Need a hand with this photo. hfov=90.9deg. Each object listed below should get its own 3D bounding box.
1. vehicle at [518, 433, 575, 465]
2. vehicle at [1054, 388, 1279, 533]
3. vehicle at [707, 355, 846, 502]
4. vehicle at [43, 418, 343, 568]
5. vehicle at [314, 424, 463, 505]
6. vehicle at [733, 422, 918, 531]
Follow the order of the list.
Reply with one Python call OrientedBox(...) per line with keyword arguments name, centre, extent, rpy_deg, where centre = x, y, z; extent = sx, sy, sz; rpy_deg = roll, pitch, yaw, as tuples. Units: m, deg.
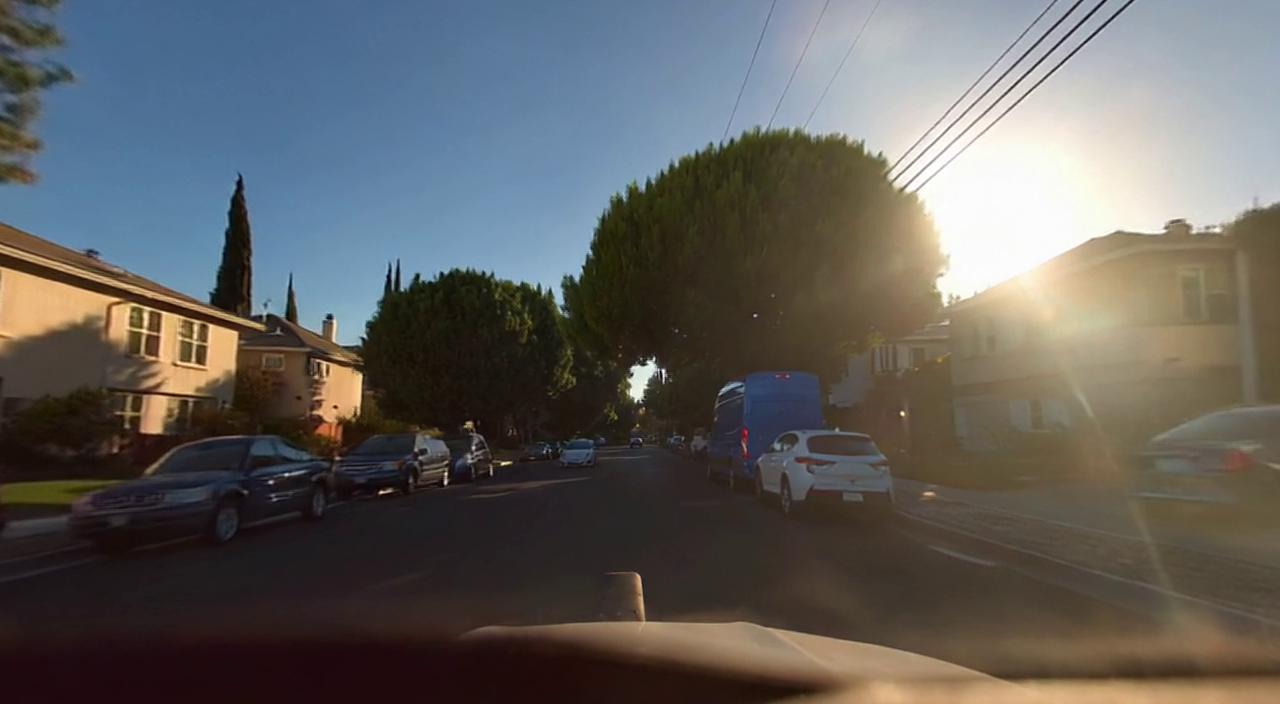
OrientedBox(name="vehicle", centre=(-4.652, 4.859, 31.886), extent=(1.941, 1.515, 3.995), rpy_deg=(-1, -8, 5))
OrientedBox(name="vehicle", centre=(8.188, 1.348, 8.277), extent=(4.511, 1.528, 1.992), rpy_deg=(2, -8, -15))
OrientedBox(name="vehicle", centre=(3.210, 2.027, 16.573), extent=(2.317, 3.096, 6.383), rpy_deg=(0, -8, 1))
OrientedBox(name="vehicle", centre=(-5.860, 1.790, 8.844), extent=(1.734, 1.549, 3.465), rpy_deg=(-4, -7, -1))
OrientedBox(name="vehicle", centre=(-5.785, 2.558, 15.004), extent=(1.834, 1.532, 3.628), rpy_deg=(3, -6, 3))
OrientedBox(name="vehicle", centre=(2.911, 2.034, 11.015), extent=(1.955, 1.500, 4.410), rpy_deg=(0, -8, 1))
